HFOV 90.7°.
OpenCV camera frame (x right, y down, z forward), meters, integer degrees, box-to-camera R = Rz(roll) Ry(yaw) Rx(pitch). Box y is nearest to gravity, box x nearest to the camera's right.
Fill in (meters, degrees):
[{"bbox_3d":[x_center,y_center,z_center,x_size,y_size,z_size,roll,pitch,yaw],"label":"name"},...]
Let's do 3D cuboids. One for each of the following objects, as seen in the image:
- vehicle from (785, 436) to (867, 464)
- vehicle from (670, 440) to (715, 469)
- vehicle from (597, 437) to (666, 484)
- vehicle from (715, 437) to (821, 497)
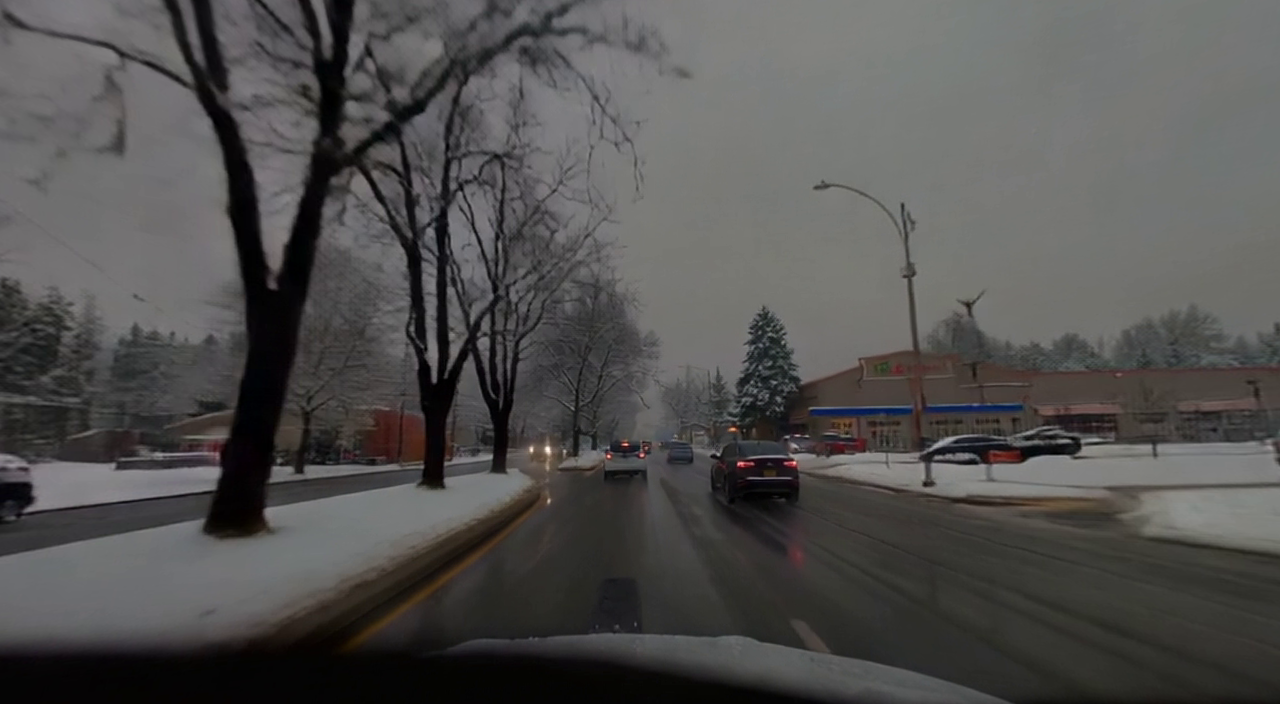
[{"bbox_3d":[11.488,6.061,39.243,4.291,1.652,2.122,1,-9,-6],"label":"vehicle"},{"bbox_3d":[2.897,5.796,35.895,2.098,1.527,3.966,0,-9,-2],"label":"vehicle"},{"bbox_3d":[-0.299,3.845,22.739,2.232,1.508,4.319,0,-9,-1],"label":"vehicle"},{"bbox_3d":[3.434,3.184,17.886,2.060,1.471,4.168,0,-9,-1],"label":"vehicle"}]
